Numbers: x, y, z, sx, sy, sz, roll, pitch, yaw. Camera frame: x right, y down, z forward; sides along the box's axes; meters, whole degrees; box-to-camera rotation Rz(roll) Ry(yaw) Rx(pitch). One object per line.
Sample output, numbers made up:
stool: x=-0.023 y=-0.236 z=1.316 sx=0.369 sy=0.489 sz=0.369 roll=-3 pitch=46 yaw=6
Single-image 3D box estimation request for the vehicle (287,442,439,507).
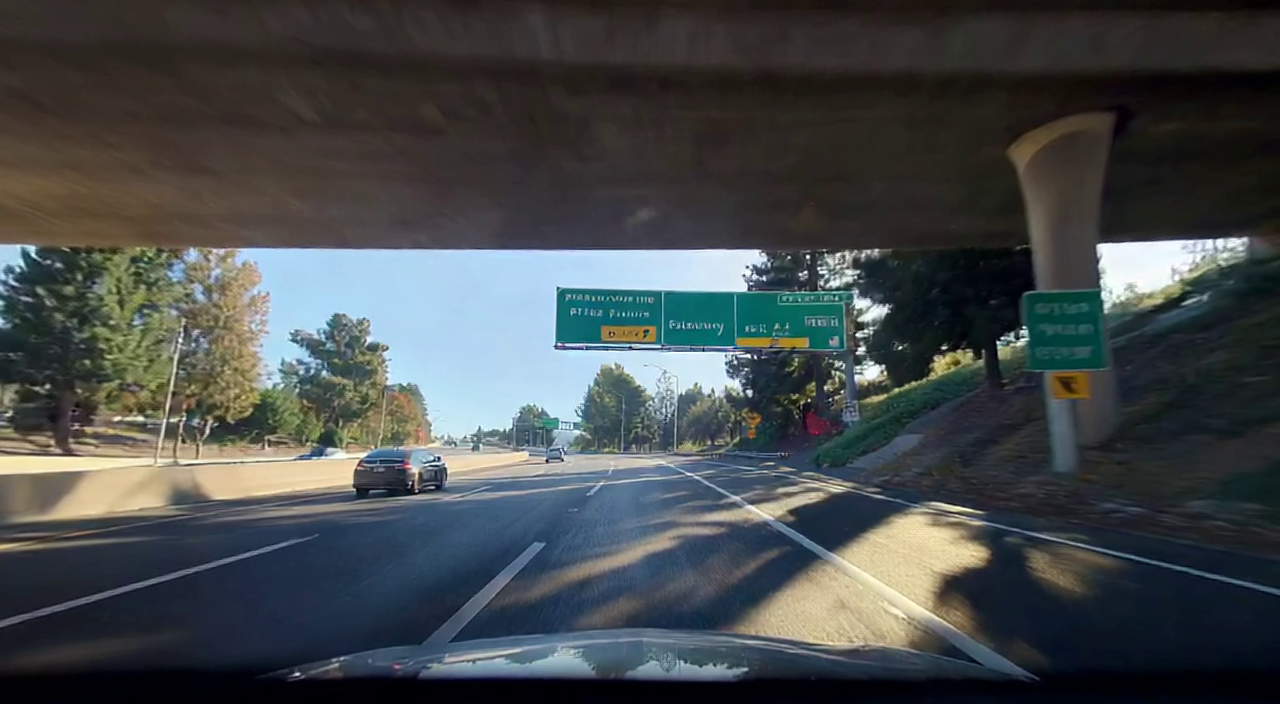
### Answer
vehicle: x=-7.179 y=3.191 z=16.966 sx=2.025 sy=1.494 sz=4.495 roll=0 pitch=-8 yaw=0
